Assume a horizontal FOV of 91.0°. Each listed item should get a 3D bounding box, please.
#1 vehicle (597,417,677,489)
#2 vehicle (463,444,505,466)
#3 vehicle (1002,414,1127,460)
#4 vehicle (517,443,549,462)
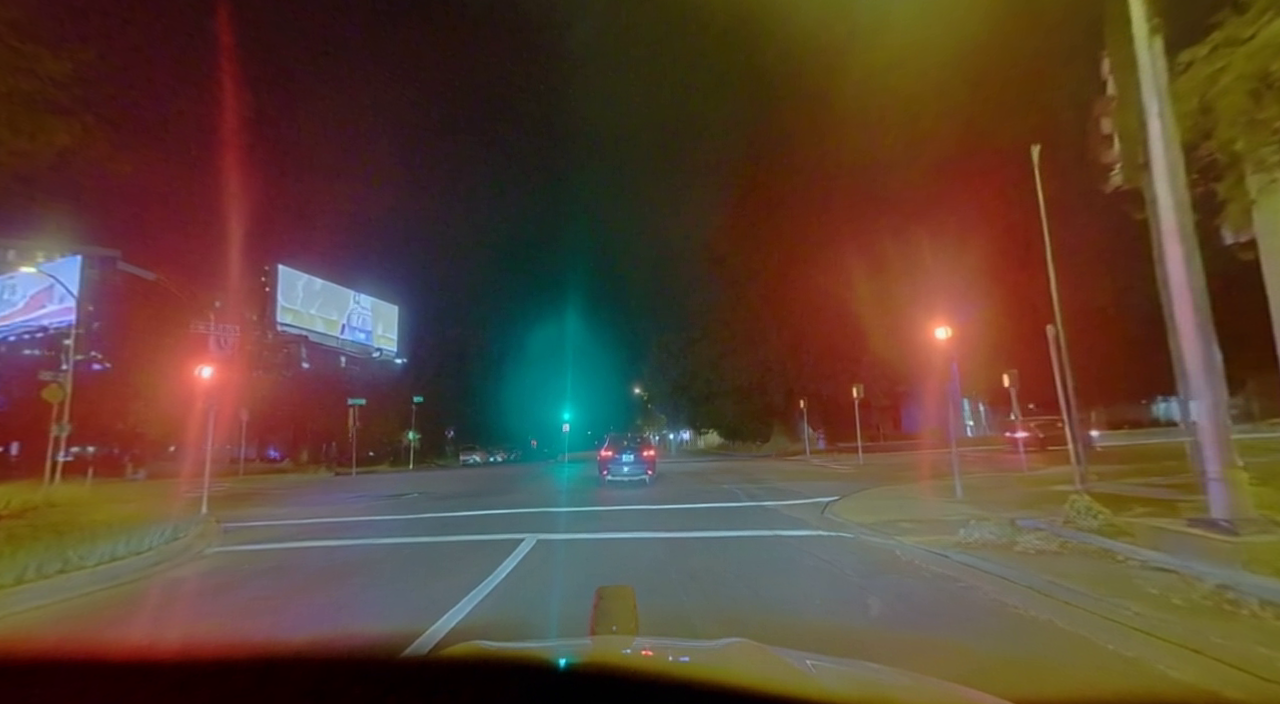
[{"bbox_3d":[-0.187,3.000,18.905,2.142,1.904,3.816,0,-8,-3],"label":"vehicle"},{"bbox_3d":[-10.757,7.135,43.777,1.989,1.403,4.331,0,-8,-2],"label":"vehicle"},{"bbox_3d":[15.637,3.134,23.293,3.403,1.602,1.716,0,-8,-6],"label":"vehicle"},{"bbox_3d":[-7.920,7.452,46.868,1.886,1.377,3.932,0,-8,-3],"label":"vehicle"}]
